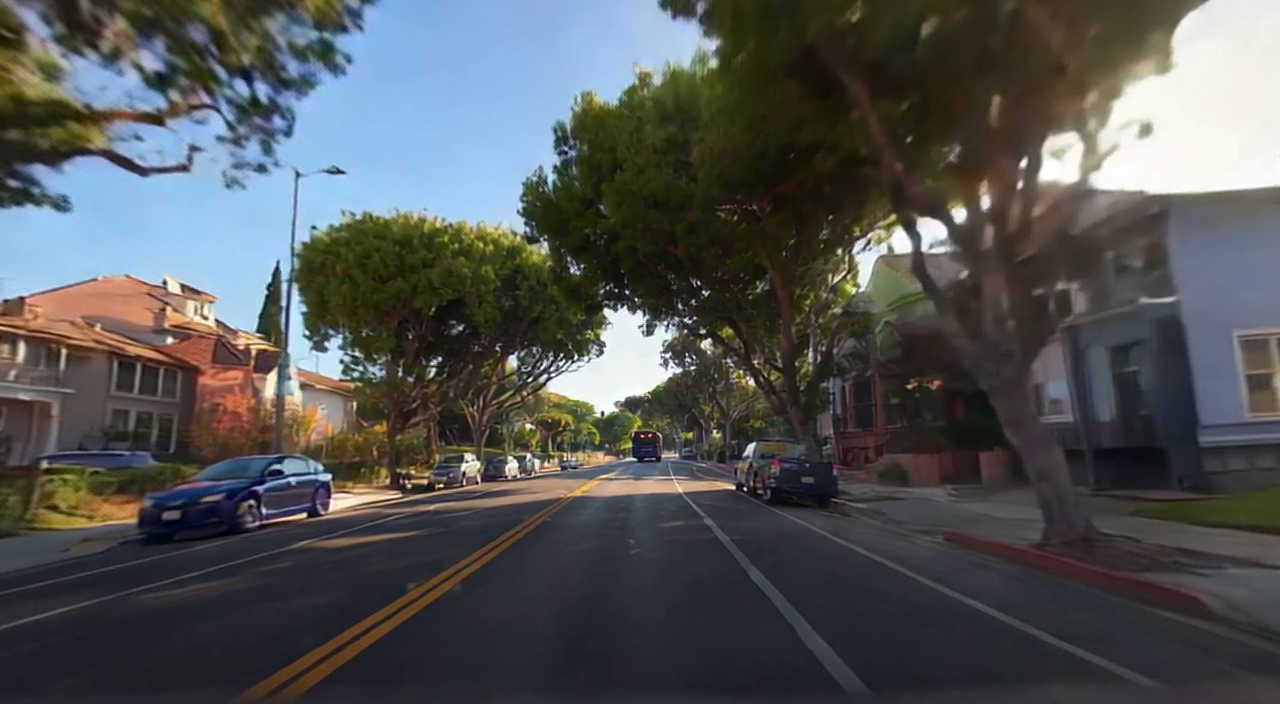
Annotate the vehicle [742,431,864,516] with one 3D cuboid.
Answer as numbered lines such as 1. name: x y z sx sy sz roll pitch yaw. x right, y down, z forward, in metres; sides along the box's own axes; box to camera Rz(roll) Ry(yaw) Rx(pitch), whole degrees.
1. vehicle: 4.325 3.281 17.584 2.060 1.833 4.927 5 -9 1

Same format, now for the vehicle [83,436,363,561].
1. vehicle: -7.957 2.768 12.970 2.094 1.840 5.450 -4 -8 0

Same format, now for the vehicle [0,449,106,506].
1. vehicle: -19.814 3.896 19.818 4.197 1.659 2.059 0 -8 0

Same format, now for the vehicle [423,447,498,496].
1. vehicle: -7.736 5.131 27.691 1.898 1.755 4.603 -5 -8 -1
